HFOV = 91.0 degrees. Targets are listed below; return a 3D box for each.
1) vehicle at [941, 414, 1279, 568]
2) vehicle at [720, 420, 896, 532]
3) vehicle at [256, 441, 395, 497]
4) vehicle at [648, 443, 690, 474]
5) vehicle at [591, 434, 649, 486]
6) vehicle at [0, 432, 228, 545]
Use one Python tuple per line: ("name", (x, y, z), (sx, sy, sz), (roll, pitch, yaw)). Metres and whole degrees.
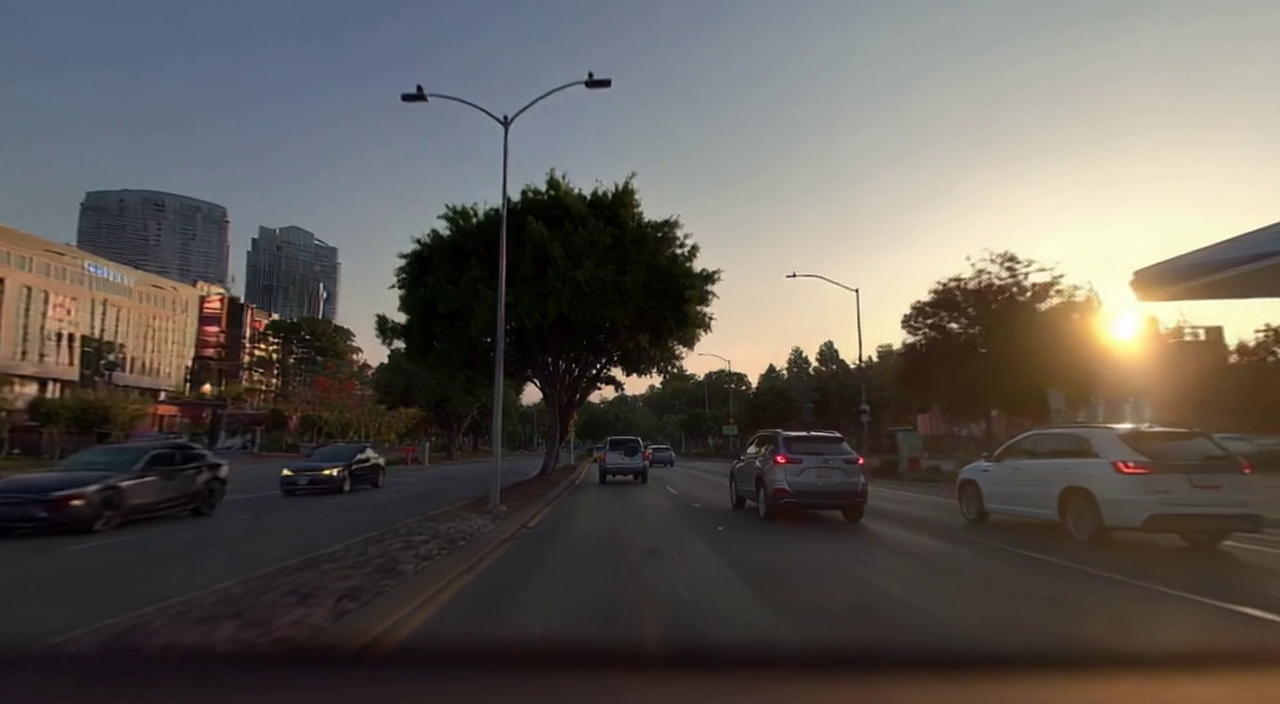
("vehicle", (6.583, 1.848, 9.148), (2.047, 1.653, 4.423), (0, -9, -2))
("vehicle", (2.945, 2.283, 12.156), (2.000, 1.745, 4.206), (0, -9, -3))
("vehicle", (-9.138, 3.416, 18.789), (1.872, 1.439, 4.507), (0, -9, -1))
("vehicle", (1.539, 5.856, 34.838), (1.800, 1.592, 3.658), (1, -9, -5))
("vehicle", (-0.818, 4.096, 24.153), (2.051, 1.798, 4.168), (0, -9, -3))
("vehicle", (-8.669, 2.057, 10.080), (1.665, 1.442, 3.720), (0, -9, -1))
